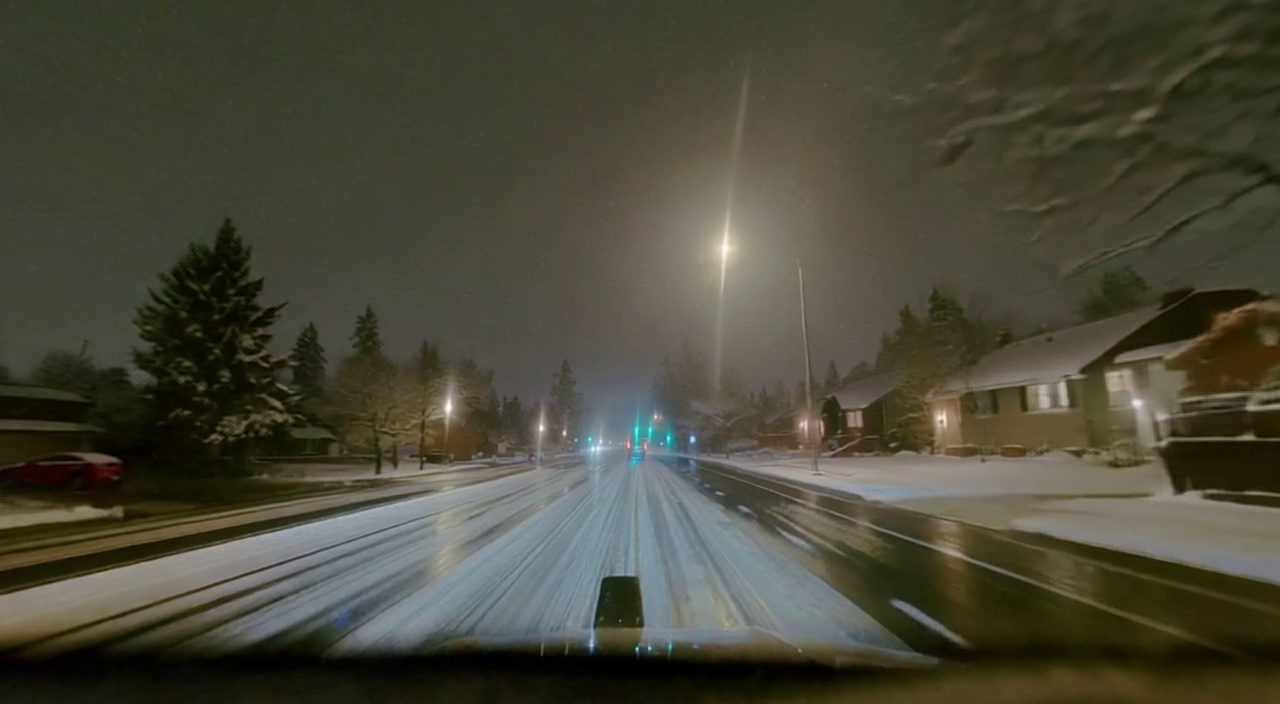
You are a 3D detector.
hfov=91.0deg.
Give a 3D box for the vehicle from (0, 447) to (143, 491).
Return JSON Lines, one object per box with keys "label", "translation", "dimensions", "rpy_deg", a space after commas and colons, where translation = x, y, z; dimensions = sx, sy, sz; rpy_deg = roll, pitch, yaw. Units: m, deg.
{"label": "vehicle", "translation": [-24.820, 5.044, 27.309], "dimensions": [4.605, 1.682, 2.105], "rpy_deg": [-1, -8, -2]}
